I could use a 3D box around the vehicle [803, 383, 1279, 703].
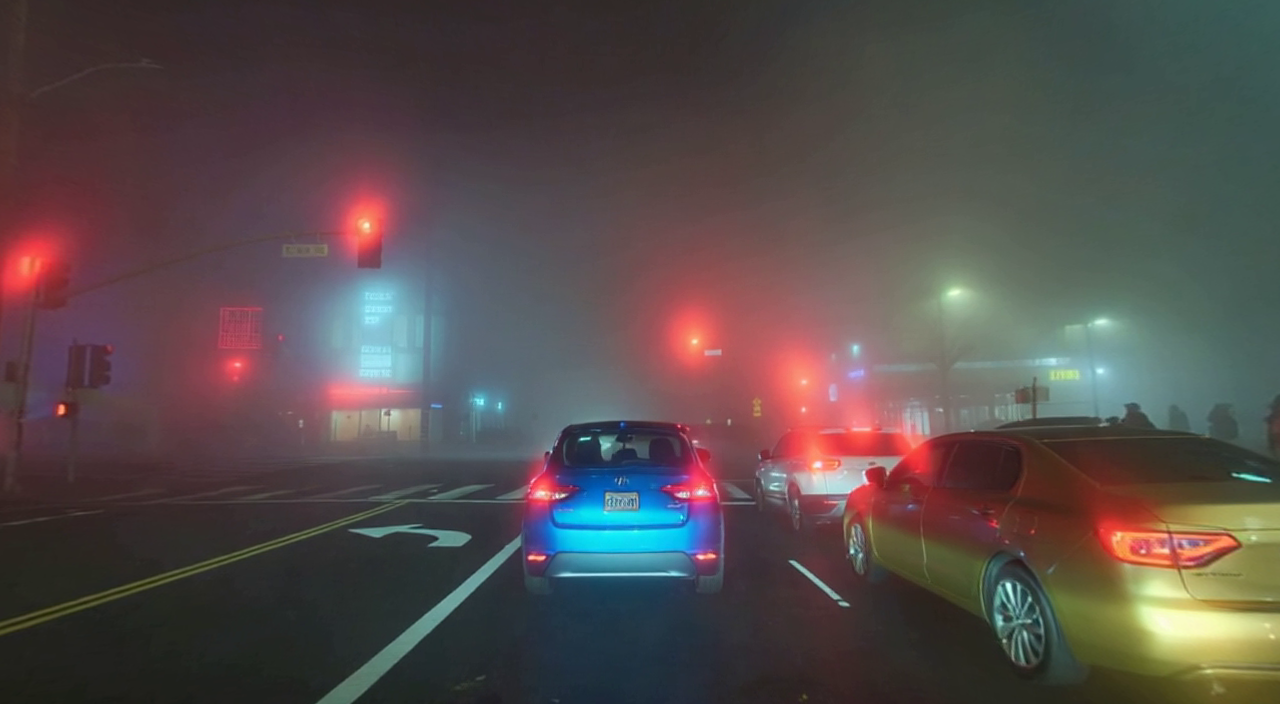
[{"bbox_3d":[3.034,1.308,5.453,1.983,1.654,4.354,0,-8,-1],"label":"vehicle"}]

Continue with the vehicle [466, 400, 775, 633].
[{"bbox_3d":[-0.148,1.483,6.777,2.123,1.589,4.702,0,-8,0],"label":"vehicle"}]
